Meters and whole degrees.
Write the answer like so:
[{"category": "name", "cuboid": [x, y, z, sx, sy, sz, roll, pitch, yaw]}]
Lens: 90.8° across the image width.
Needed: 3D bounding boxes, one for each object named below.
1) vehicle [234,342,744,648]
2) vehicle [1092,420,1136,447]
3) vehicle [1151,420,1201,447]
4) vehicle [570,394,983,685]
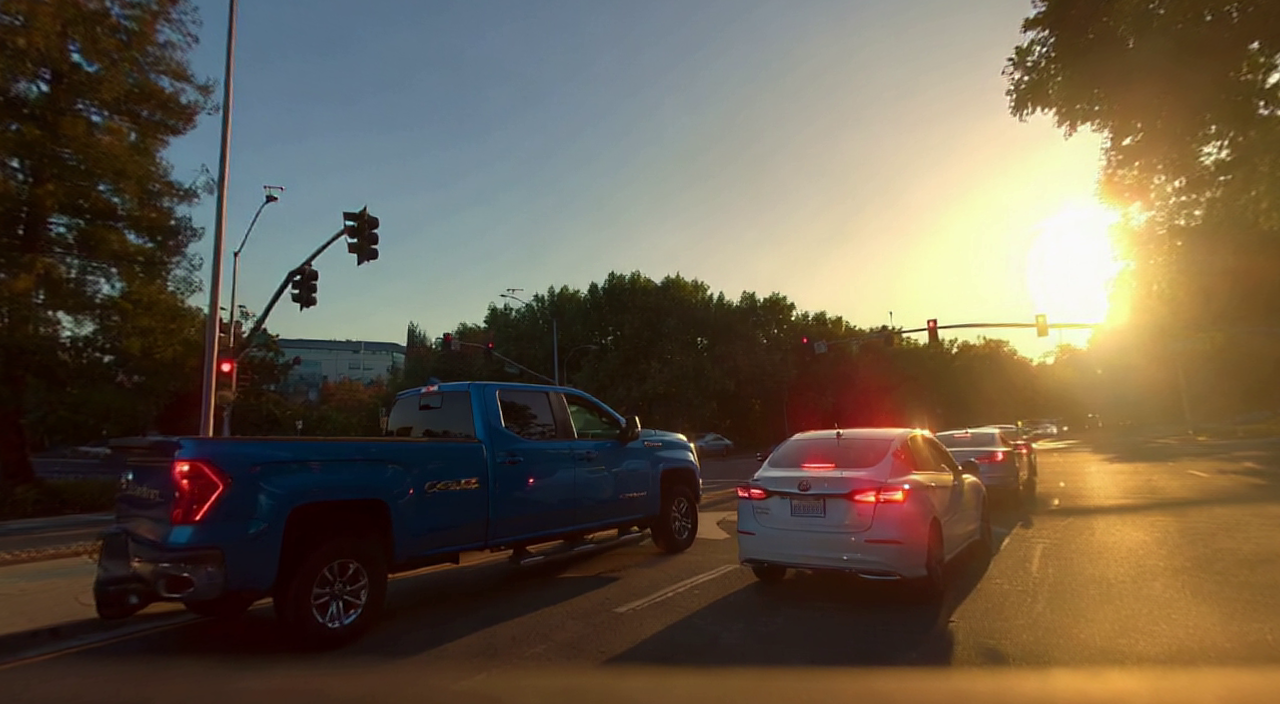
[{"category": "vehicle", "cuboid": [-0.878, 1.405, 7.463, 2.272, 2.016, 6.146, -5, -10, 28]}, {"category": "vehicle", "cuboid": [32.789, 5.679, 43.725, 2.160, 1.790, 4.303, -6, -10, 35]}, {"category": "vehicle", "cuboid": [35.762, 5.481, 42.214, 2.183, 1.714, 4.491, -6, -11, 37]}, {"category": "vehicle", "cuboid": [1.714, 1.381, 5.997, 2.027, 1.549, 4.801, -6, -10, 35]}]
